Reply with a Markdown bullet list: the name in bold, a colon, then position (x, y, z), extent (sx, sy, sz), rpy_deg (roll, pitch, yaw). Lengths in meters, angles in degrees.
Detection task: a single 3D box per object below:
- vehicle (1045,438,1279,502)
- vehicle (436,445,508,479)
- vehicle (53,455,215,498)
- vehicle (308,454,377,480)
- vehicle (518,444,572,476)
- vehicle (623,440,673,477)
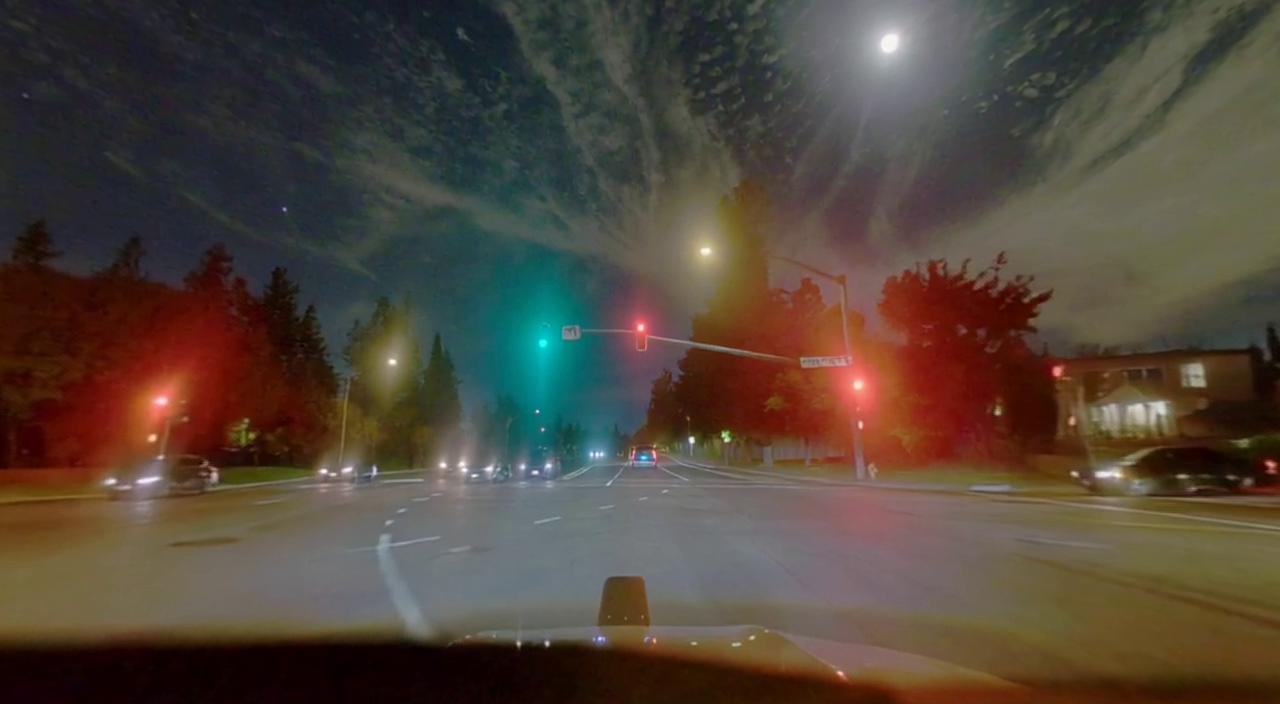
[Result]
- **vehicle**: position (15.014, 3.388, 18.379), extent (4.732, 1.713, 2.257), rpy_deg (0, -9, 4)
- **vehicle**: position (-7.809, 5.164, 29.762), extent (2.154, 1.499, 4.461), rpy_deg (0, -9, 0)
- **vehicle**: position (-20.704, 5.085, 26.102), extent (2.164, 1.556, 4.678), rpy_deg (-3, -10, 18)
- **vehicle**: position (-18.241, 7.030, 38.917), extent (1.915, 1.477, 4.411), rpy_deg (0, -9, 3)
- **vehicle**: position (-4.753, 5.485, 32.199), extent (1.994, 1.494, 4.599), rpy_deg (0, -9, 1)
- **vehicle**: position (0.397, 5.510, 32.752), extent (2.437, 1.737, 4.420), rpy_deg (0, -9, 0)
